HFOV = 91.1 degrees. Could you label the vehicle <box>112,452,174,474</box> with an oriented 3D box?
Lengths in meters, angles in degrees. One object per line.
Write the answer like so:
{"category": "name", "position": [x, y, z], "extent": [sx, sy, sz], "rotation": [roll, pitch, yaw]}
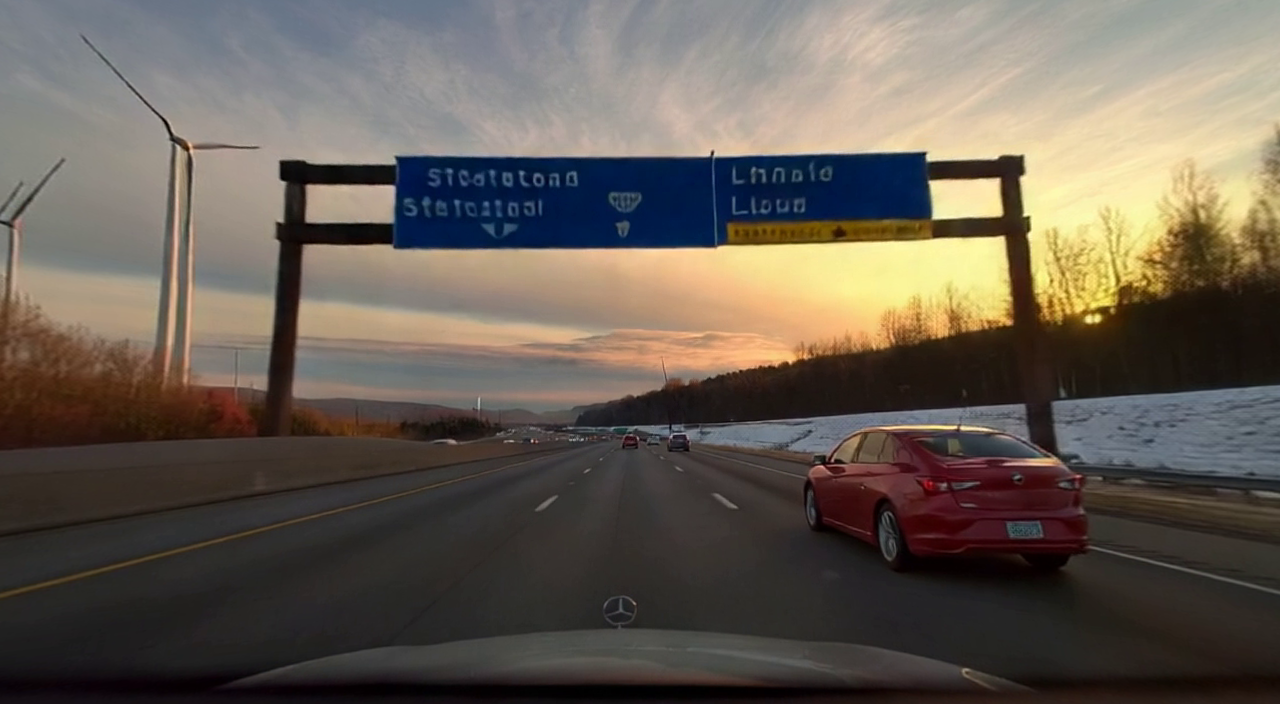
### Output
{"category": "vehicle", "position": [-38.978, 8.684, 49.417], "extent": [1.809, 1.498, 4.358], "rotation": [1, -8, -9]}

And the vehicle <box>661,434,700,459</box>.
{"category": "vehicle", "position": [2.531, 6.058, 40.443], "extent": [2.041, 1.551, 3.974], "rotation": [1, -8, -3]}

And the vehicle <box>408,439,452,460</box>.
{"category": "vehicle", "position": [-16.466, 7.644, 49.615], "extent": [1.904, 1.539, 4.683], "rotation": [0, -8, -1]}
